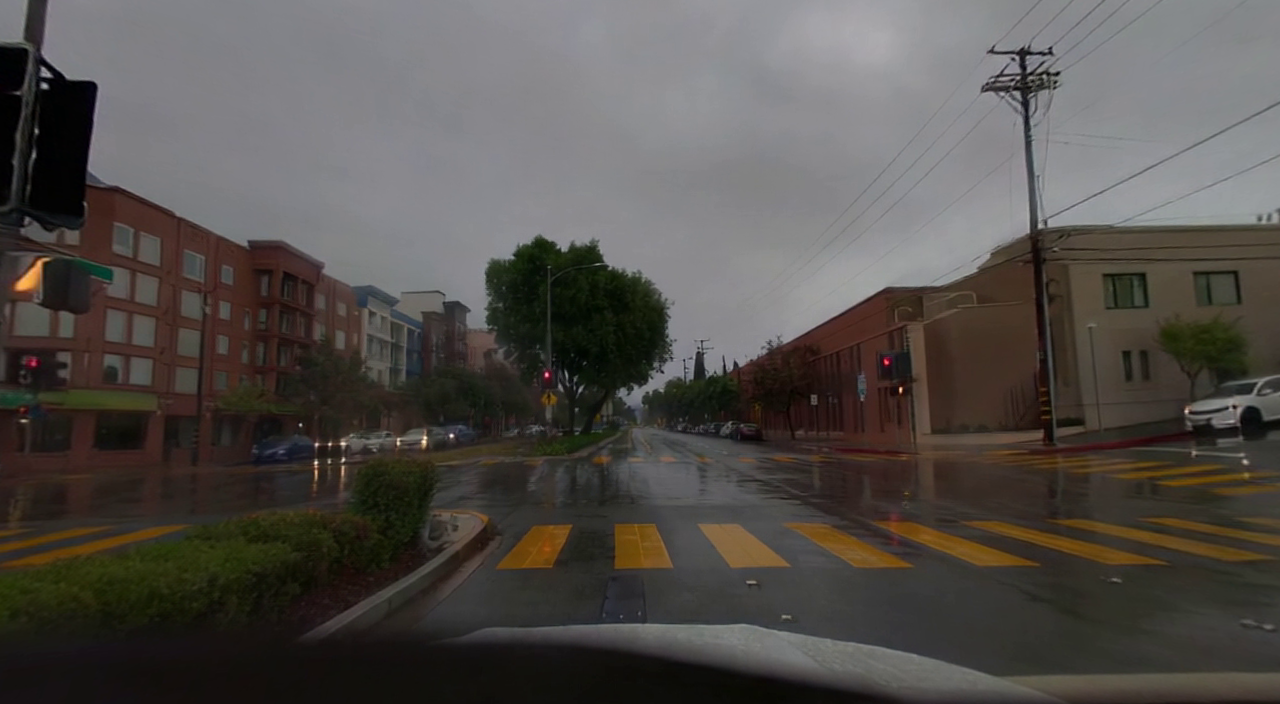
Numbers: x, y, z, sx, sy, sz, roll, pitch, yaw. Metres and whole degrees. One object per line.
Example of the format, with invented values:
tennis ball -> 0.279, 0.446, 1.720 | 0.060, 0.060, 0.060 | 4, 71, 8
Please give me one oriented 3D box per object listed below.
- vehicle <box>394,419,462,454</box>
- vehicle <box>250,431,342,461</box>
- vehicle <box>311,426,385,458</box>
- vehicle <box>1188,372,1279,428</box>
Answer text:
vehicle -> -11.793, 4.770, 35.515 | 2.118, 1.809, 4.591 | 0, -8, 1
vehicle -> -18.058, 4.973, 33.515 | 1.939, 1.430, 5.533 | 0, -8, -2
vehicle -> -18.259, 5.677, 39.846 | 2.225, 1.871, 5.189 | 0, -8, 0
vehicle -> 22.363, 1.618, 22.231 | 4.531, 1.753, 1.964 | -2, -2, -5
